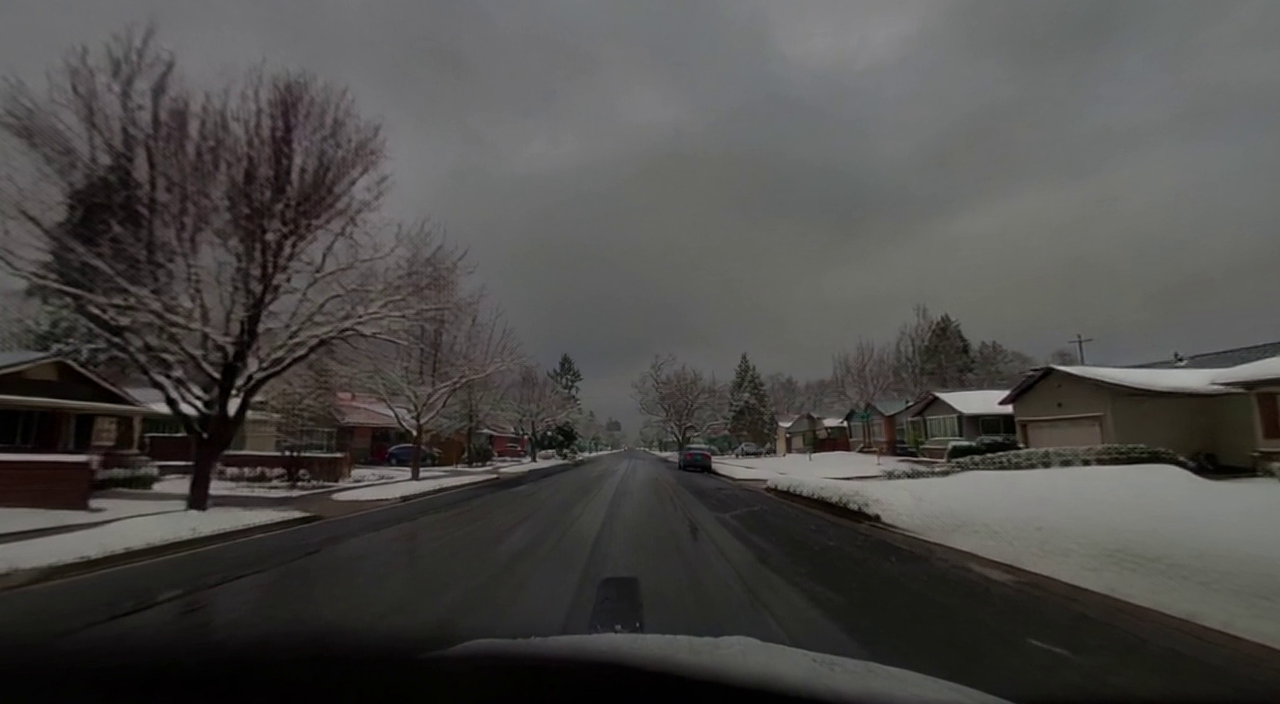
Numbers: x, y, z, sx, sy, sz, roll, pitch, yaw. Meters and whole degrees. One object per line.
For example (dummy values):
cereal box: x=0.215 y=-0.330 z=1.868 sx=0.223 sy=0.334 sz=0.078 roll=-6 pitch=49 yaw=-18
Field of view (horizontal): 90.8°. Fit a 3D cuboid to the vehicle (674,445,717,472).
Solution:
vehicle: x=3.422 y=6.673 z=39.713 sx=2.136 sy=1.596 sz=4.790 roll=0 pitch=-9 yaw=-2
